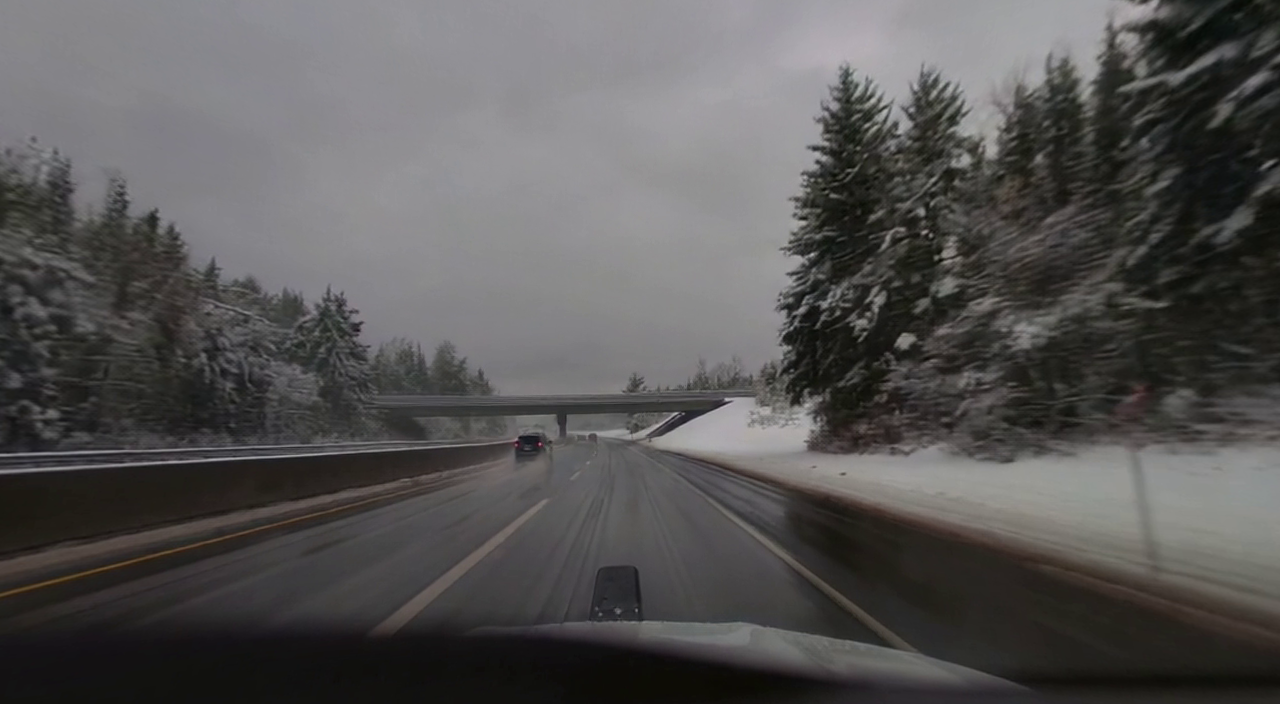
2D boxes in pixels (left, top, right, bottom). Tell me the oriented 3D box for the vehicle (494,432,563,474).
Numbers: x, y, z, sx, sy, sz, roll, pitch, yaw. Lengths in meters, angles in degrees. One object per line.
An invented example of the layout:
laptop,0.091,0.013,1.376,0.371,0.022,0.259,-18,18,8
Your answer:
vehicle,-4.337,3.981,25.170,2.005,1.509,4.260,0,-8,-1
